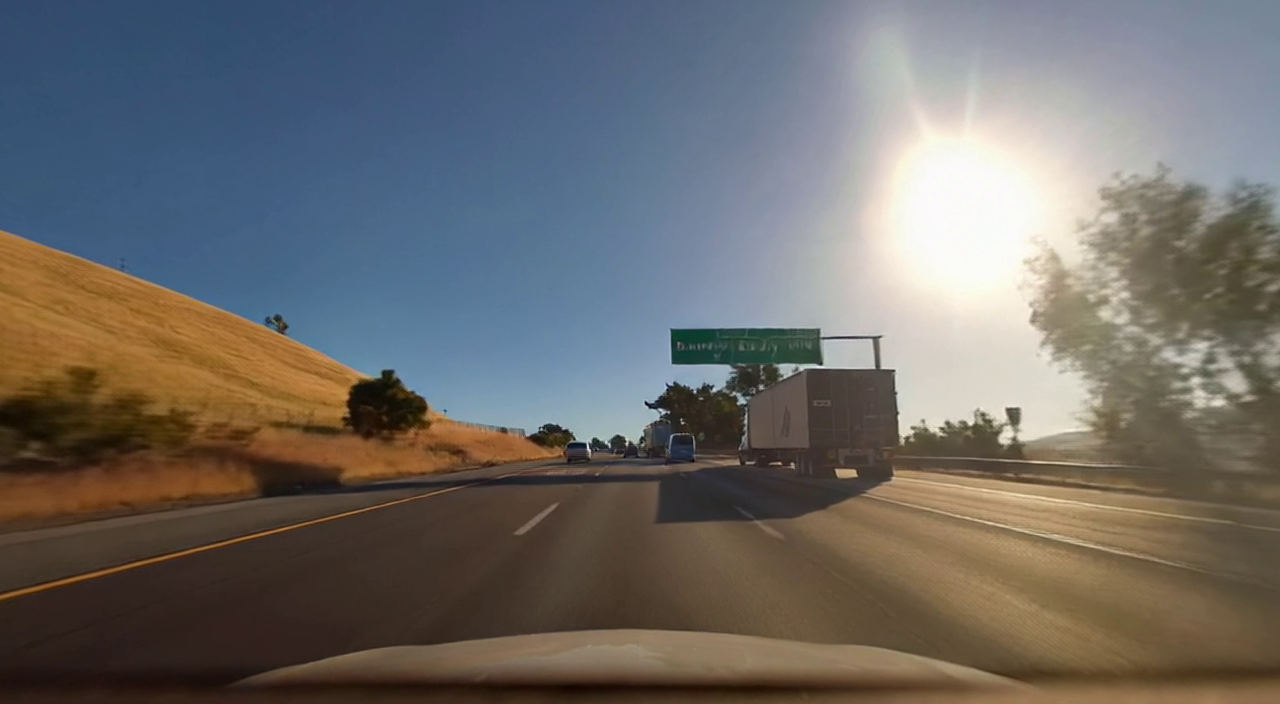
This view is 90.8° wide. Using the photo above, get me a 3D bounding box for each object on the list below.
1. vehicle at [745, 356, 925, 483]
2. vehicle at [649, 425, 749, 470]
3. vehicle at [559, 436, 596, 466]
[{"bbox_3d":[7.762,3.414,29.027,2.935,4.187,16.357,0,-8,-1],"label":"vehicle"},{"bbox_3d":[3.089,5.156,34.094,5.075,2.277,2.365,0,-8,-3],"label":"vehicle"},{"bbox_3d":[-4.346,6.992,44.794,2.193,1.977,4.759,0,-8,0],"label":"vehicle"}]
